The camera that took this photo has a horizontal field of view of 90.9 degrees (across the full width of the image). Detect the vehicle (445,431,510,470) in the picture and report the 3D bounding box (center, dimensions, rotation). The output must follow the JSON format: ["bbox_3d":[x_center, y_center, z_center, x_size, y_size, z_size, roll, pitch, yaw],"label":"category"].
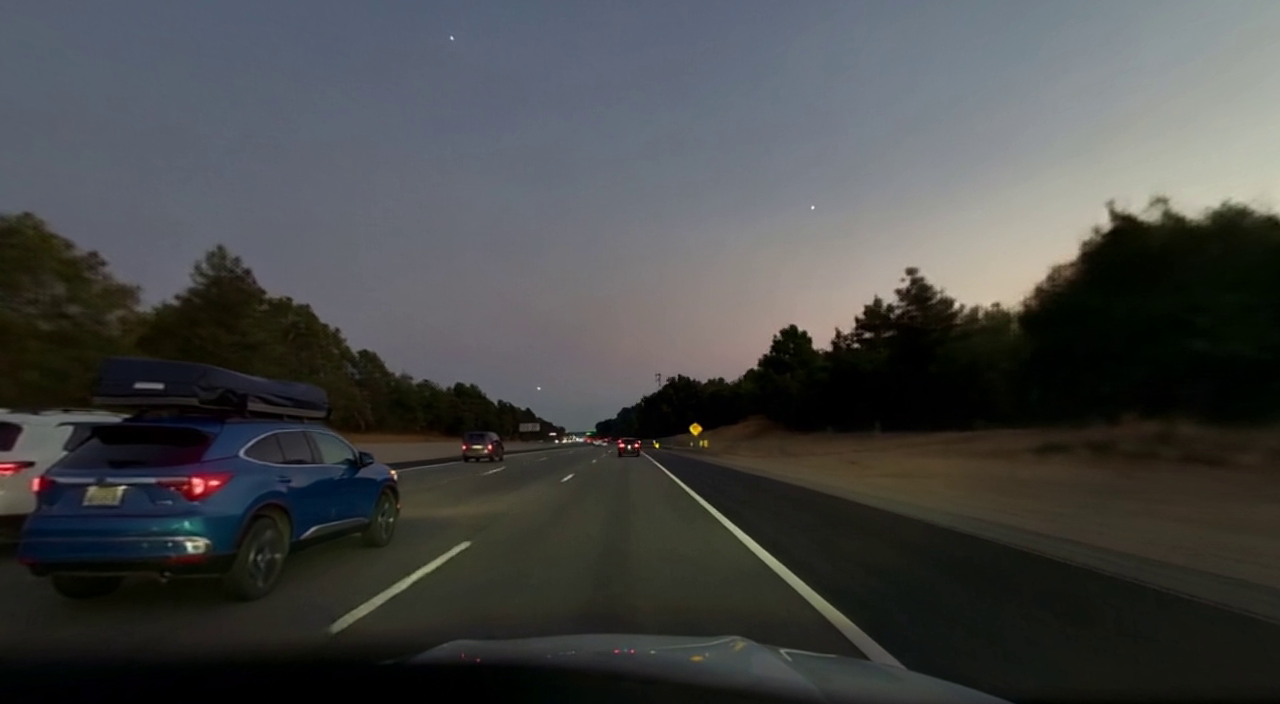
[{"bbox_3d":[-7.758,4.732,30.588,1.964,1.745,4.338,0,-8,1],"label":"vehicle"}]

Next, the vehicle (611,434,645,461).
[{"bbox_3d":[-0.775,6.357,42.111,2.178,1.658,3.916,0,-8,-1],"label":"vehicle"}]

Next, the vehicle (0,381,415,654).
[{"bbox_3d":[-4.172,1.369,6.441,2.069,1.748,4.652,0,-8,-1],"label":"vehicle"}]
